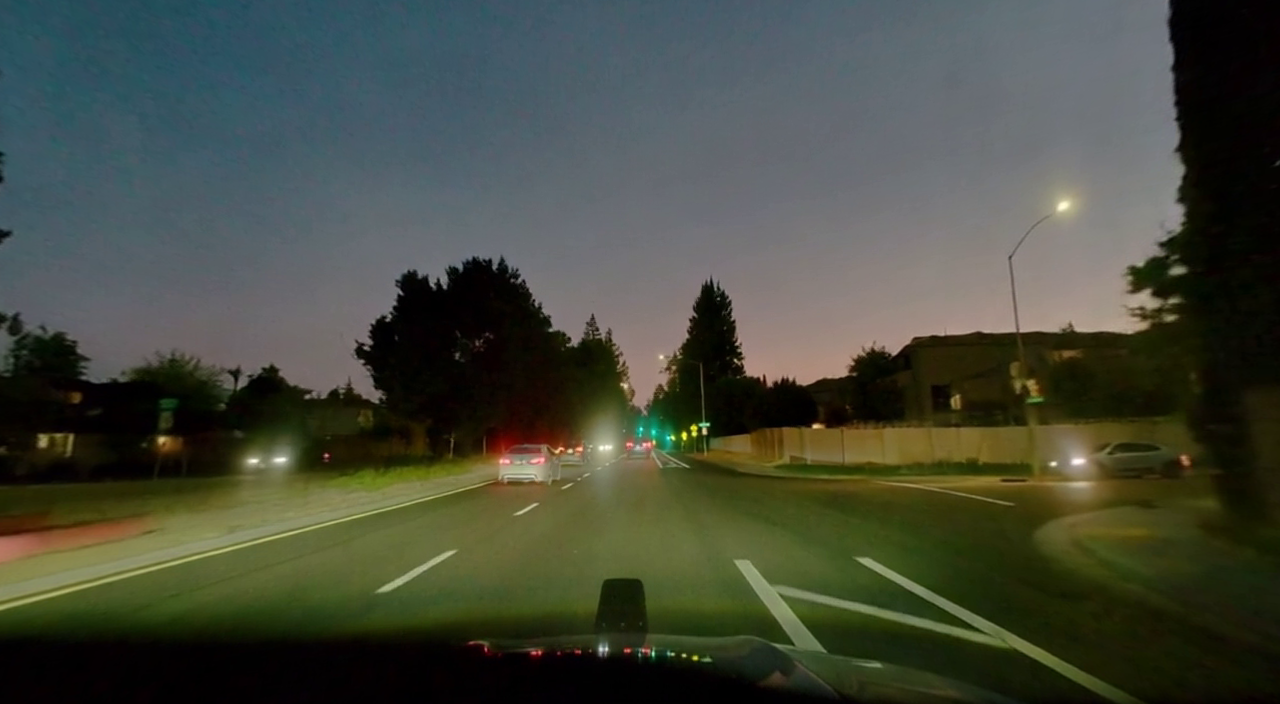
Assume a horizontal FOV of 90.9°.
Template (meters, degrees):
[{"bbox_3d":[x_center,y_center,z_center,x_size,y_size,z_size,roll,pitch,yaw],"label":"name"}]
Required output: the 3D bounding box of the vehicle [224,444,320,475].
[{"bbox_3d":[-19.939,5.821,34.487,2.041,1.566,5.174,0,-8,1],"label":"vehicle"}]

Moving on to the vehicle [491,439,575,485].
[{"bbox_3d":[-3.723,3.925,22.914,2.188,1.473,4.651,0,-8,1],"label":"vehicle"}]

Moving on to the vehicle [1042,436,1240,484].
[{"bbox_3d":[17.194,3.716,21.867,4.970,1.575,2.140,0,-8,2],"label":"vehicle"}]
